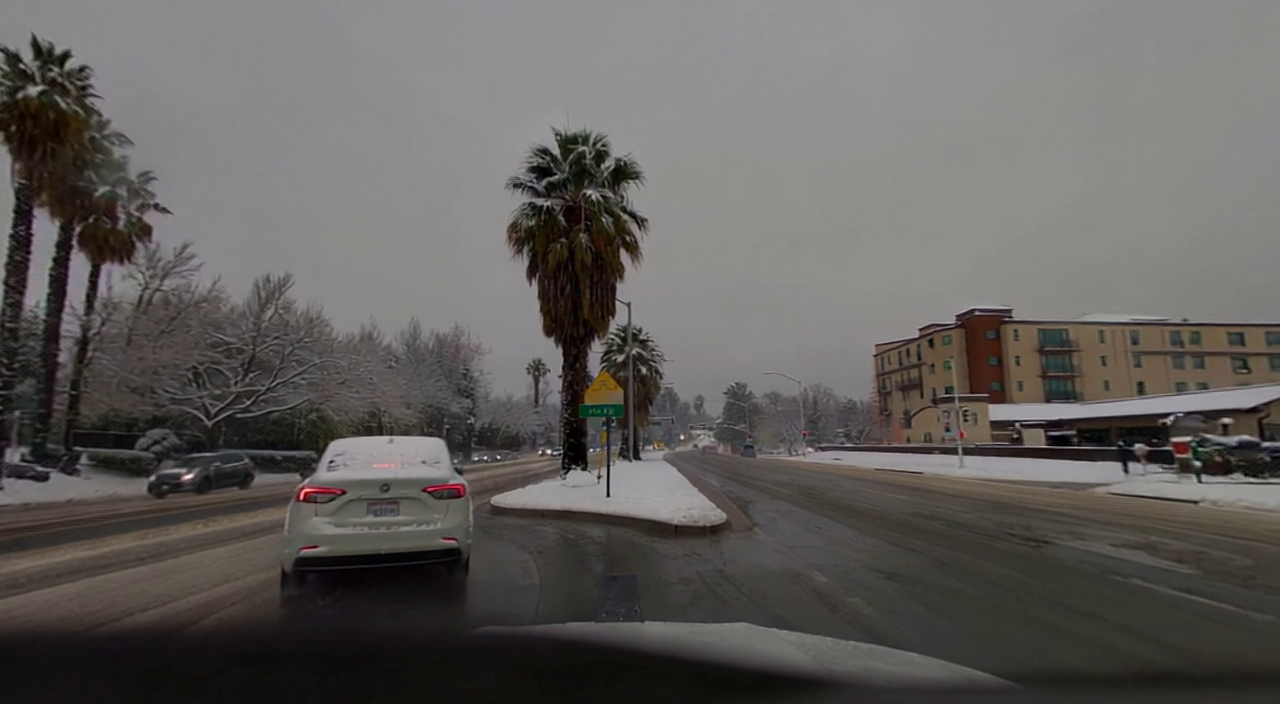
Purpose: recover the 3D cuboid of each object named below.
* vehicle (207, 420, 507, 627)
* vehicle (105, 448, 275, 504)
[{"bbox_3d":[-3.357,1.586,6.947,1.986,1.473,4.382,6,-11,-37],"label":"vehicle"},{"bbox_3d":[-13.437,3.694,19.317,2.099,1.464,4.615,1,-9,-5],"label":"vehicle"}]
